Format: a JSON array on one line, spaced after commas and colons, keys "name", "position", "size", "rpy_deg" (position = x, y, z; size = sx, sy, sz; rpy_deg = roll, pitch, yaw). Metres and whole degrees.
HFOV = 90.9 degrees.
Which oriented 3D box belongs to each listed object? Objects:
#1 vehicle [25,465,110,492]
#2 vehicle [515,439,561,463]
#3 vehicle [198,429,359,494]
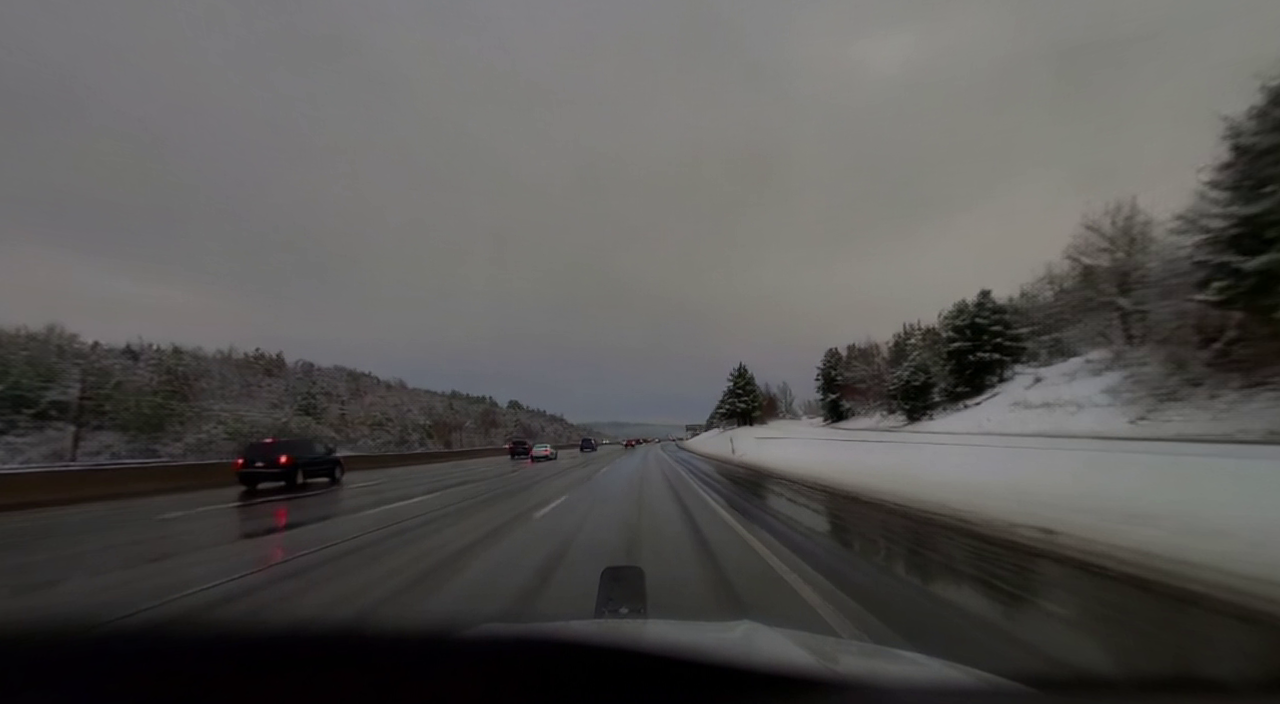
[{"name": "vehicle", "position": [-36.424, 8.031, 40.264], "size": [1.735, 1.454, 3.873], "rpy_deg": [0, -8, 1]}, {"name": "vehicle", "position": [-6.584, 6.427, 41.164], "size": [2.107, 1.484, 4.449], "rpy_deg": [0, -8, 2]}, {"name": "vehicle", "position": [-10.640, 3.240, 19.048], "size": [2.122, 1.695, 4.437], "rpy_deg": [0, -8, 1]}]
